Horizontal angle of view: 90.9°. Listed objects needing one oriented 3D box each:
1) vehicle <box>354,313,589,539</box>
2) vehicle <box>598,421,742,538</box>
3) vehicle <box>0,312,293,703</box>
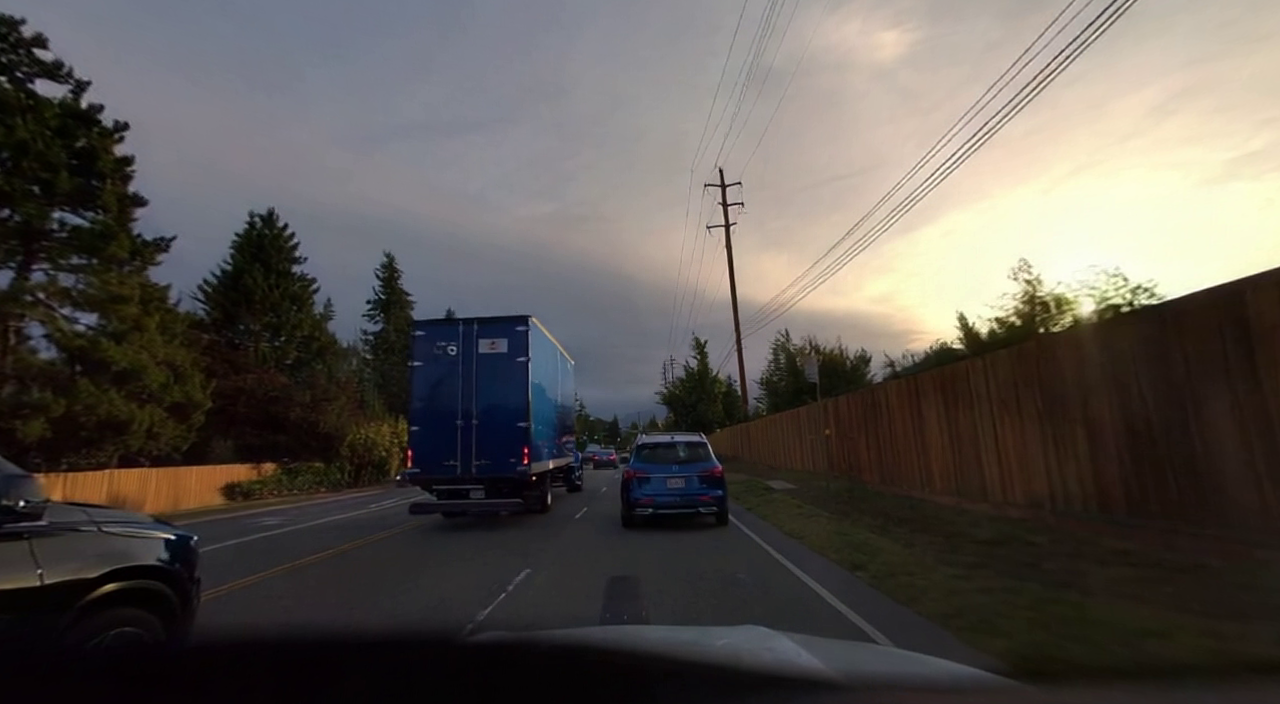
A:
[{"bbox_3d":[-3.057,1.836,14.729,2.928,3.658,8.980,0,-9,0],"label":"vehicle"},{"bbox_3d":[0.446,2.239,11.658,2.174,1.749,4.113,0,-9,0],"label":"vehicle"},{"bbox_3d":[-3.084,0.696,1.303,2.093,1.832,4.508,0,-9,1],"label":"vehicle"}]
